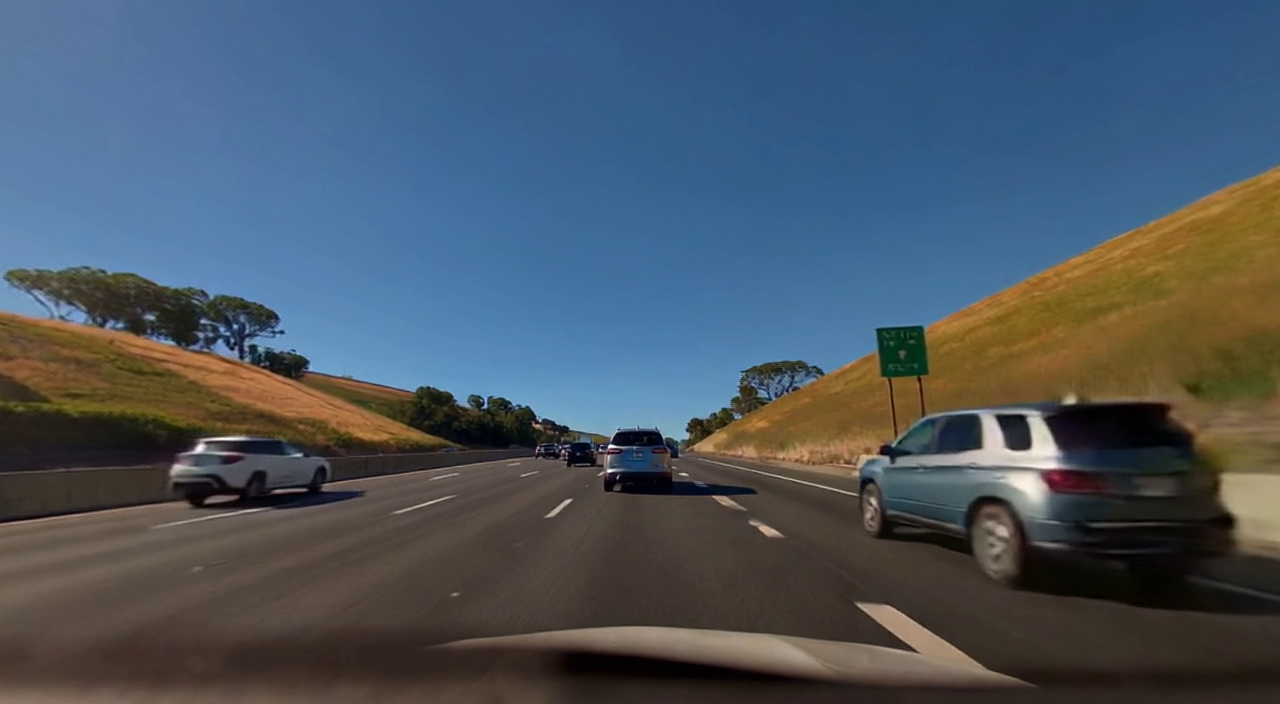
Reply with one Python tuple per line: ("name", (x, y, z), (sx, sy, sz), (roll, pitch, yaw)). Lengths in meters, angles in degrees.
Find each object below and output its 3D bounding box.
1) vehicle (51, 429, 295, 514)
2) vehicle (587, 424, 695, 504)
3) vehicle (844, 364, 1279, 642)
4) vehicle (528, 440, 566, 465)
("vehicle", (-11.268, 2.913, 15.910), (2.223, 1.781, 5.098), (0, -9, 0))
("vehicle", (0.051, 2.868, 16.535), (2.447, 1.804, 4.273), (0, -9, 1))
("vehicle", (4.395, 1.436, 7.189), (2.204, 1.852, 5.845), (0, -9, 0))
("vehicle", (-6.751, 7.386, 46.445), (2.024, 1.706, 4.462), (0, -9, 1))
